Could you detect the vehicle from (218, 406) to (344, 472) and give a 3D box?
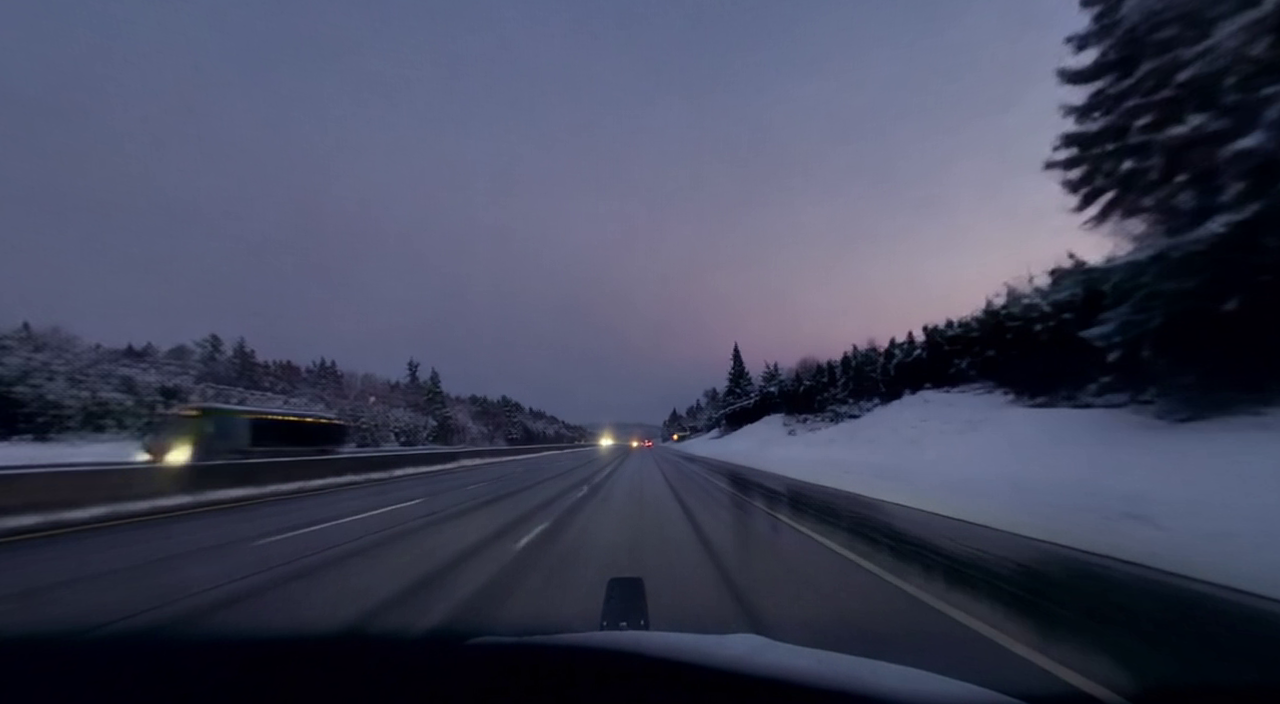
[{"bbox_3d":[-22.504,5.546,40.194,2.892,3.760,8.321,0,-8,2],"label":"vehicle"}]

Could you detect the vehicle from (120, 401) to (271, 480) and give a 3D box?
[{"bbox_3d":[-22.589,4.565,32.480,3.022,3.619,6.249,0,-8,1],"label":"vehicle"}]
